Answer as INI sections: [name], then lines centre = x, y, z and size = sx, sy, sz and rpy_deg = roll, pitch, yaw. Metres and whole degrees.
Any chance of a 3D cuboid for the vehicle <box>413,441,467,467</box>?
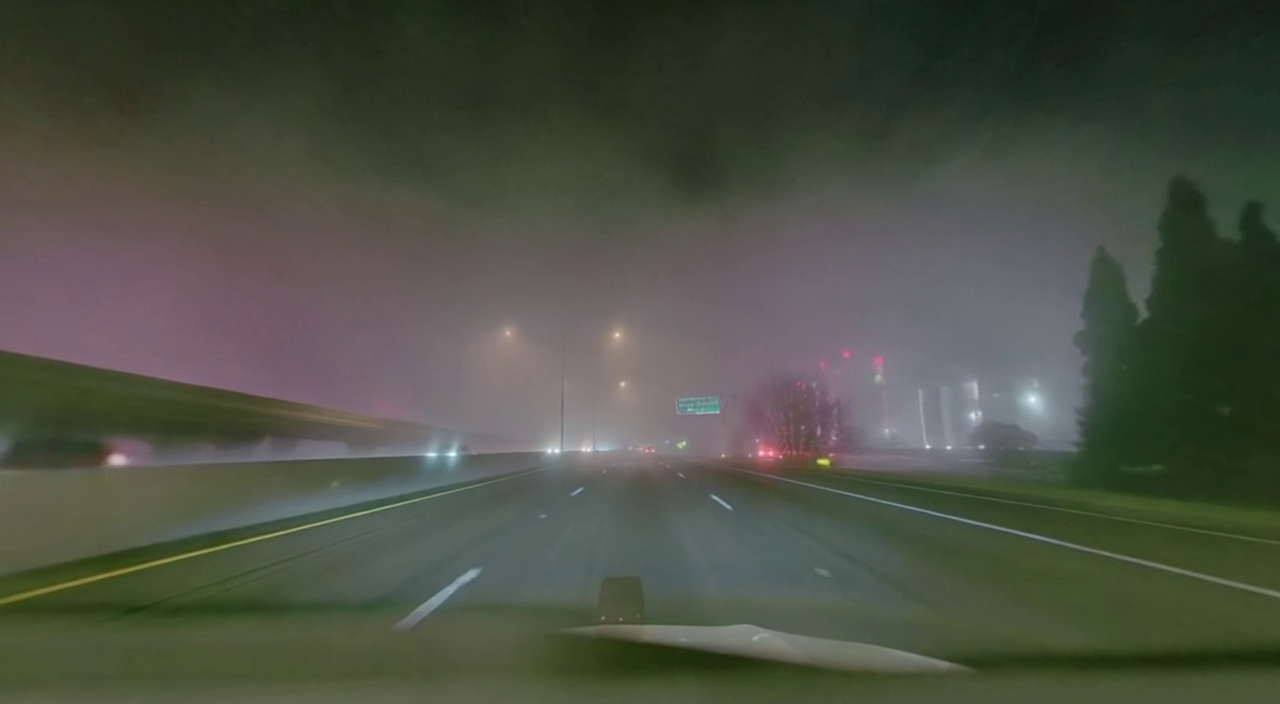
[vehicle]
centre = -14.025, 7.195, 44.591
size = 2.204, 1.708, 4.922
rpy_deg = 0, -9, 0
